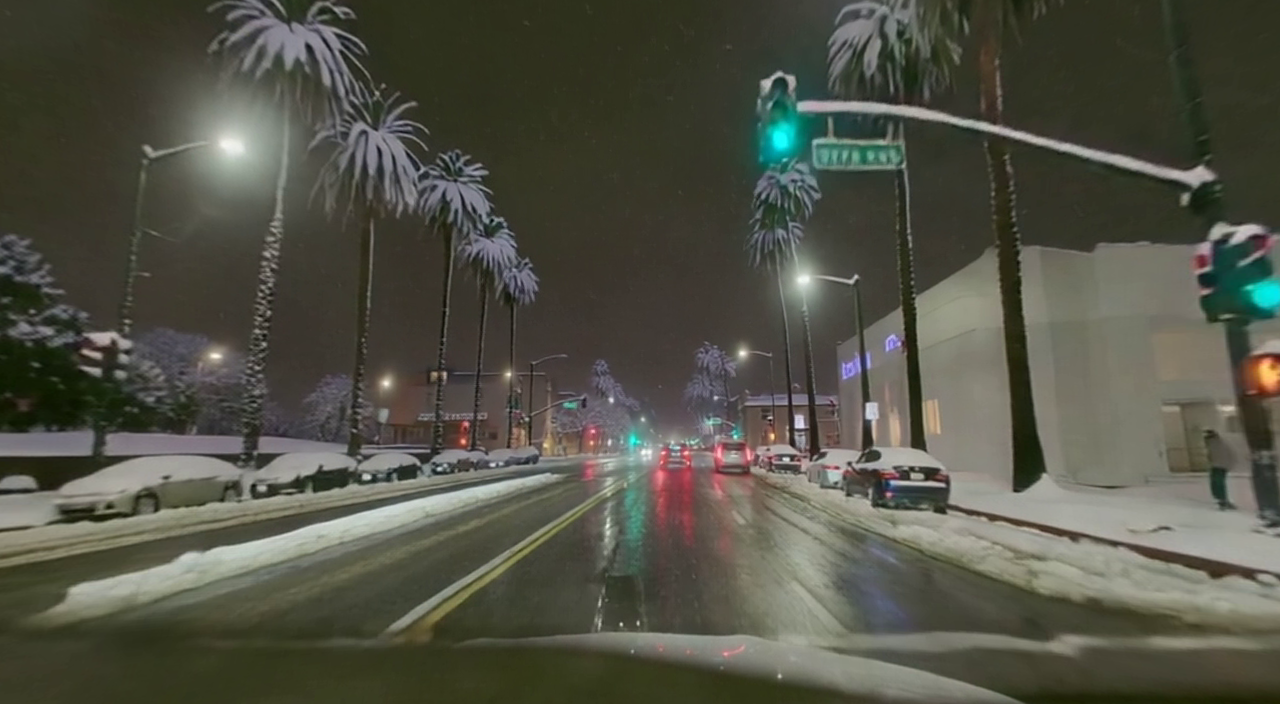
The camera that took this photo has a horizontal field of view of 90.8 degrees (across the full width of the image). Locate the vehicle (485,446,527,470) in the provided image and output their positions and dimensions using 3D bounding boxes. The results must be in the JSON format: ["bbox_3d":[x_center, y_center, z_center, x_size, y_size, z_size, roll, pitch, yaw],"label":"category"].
[{"bbox_3d":[-9.783,7.801,46.338,1.978,1.501,4.355,-3,-11,3],"label":"vehicle"}]

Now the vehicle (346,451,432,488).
[{"bbox_3d":[-11.264,5.289,28.755,1.949,1.470,4.532,-1,-8,2],"label":"vehicle"}]

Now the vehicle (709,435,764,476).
[{"bbox_3d":[4.300,4.673,28.863,2.003,1.702,4.288,-1,-8,3],"label":"vehicle"}]

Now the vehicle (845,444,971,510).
[{"bbox_3d":[7.127,3.313,17.330,1.914,1.560,4.278,-1,-8,6],"label":"vehicle"}]

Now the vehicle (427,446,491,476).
[{"bbox_3d":[-10.484,6.431,37.038,2.188,1.490,4.511,-3,-12,3],"label":"vehicle"}]

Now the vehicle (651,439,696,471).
[{"bbox_3d":[1.660,5.109,31.473,2.088,1.452,3.993,-1,-8,3],"label":"vehicle"}]

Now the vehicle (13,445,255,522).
[{"bbox_3d":[-12.152,3.310,15.743,2.056,1.490,4.675,-4,-13,2],"label":"vehicle"}]

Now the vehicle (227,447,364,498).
[{"bbox_3d":[-11.780,4.248,22.079,1.933,1.502,4.649,-3,-12,4],"label":"vehicle"}]

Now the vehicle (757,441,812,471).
[{"bbox_3d":[8.388,6.067,37.085,2.174,1.643,4.860,-1,-8,2],"label":"vehicle"}]
